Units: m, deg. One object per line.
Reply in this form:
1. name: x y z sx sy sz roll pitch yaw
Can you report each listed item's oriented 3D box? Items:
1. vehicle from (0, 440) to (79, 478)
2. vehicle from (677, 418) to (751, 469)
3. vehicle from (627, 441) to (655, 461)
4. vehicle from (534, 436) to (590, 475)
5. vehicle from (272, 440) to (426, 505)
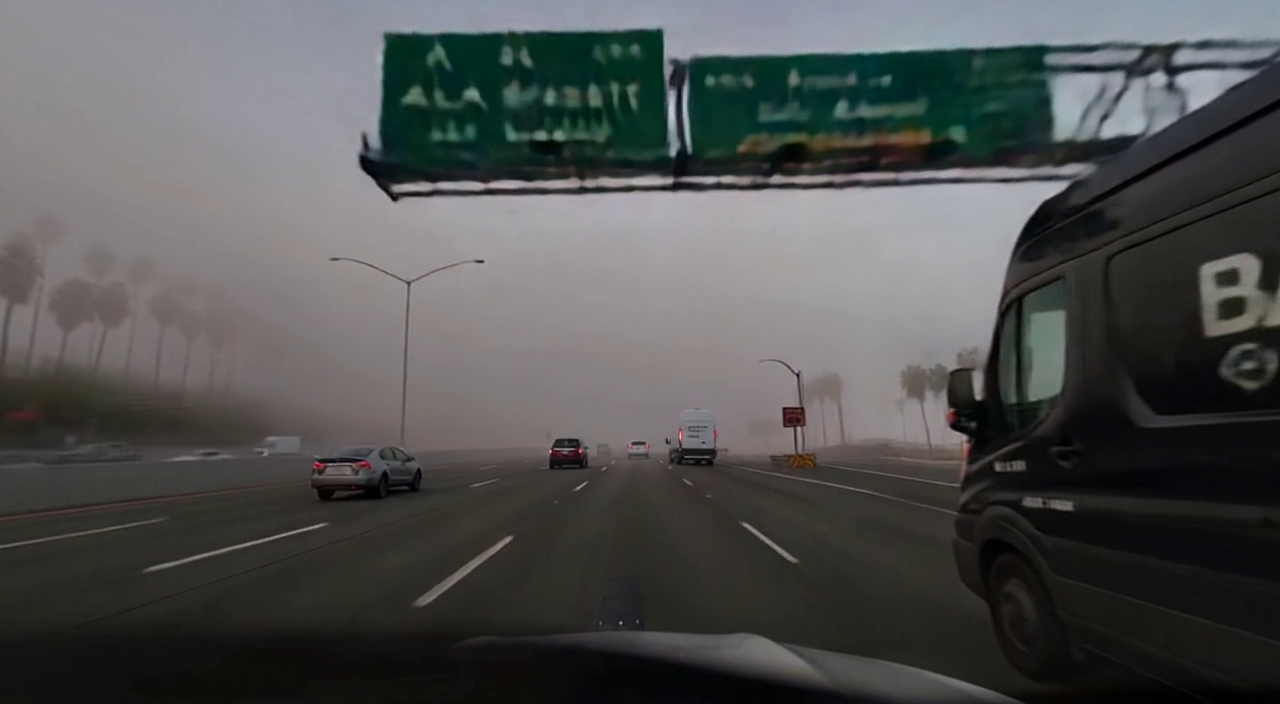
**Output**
1. vehicle: -31.424 5.307 31.418 2.342 1.798 4.902 0 -9 -1
2. vehicle: 4.236 5.874 40.038 2.891 2.596 15.534 0 -9 0
3. vehicle: 0.068 7.793 49.447 2.085 1.507 4.096 0 -9 0
4. vehicle: -3.526 4.771 29.149 2.017 1.683 4.094 0 -9 0
5. vehicle: -7.554 3.148 16.927 2.050 1.487 4.372 0 -9 0
